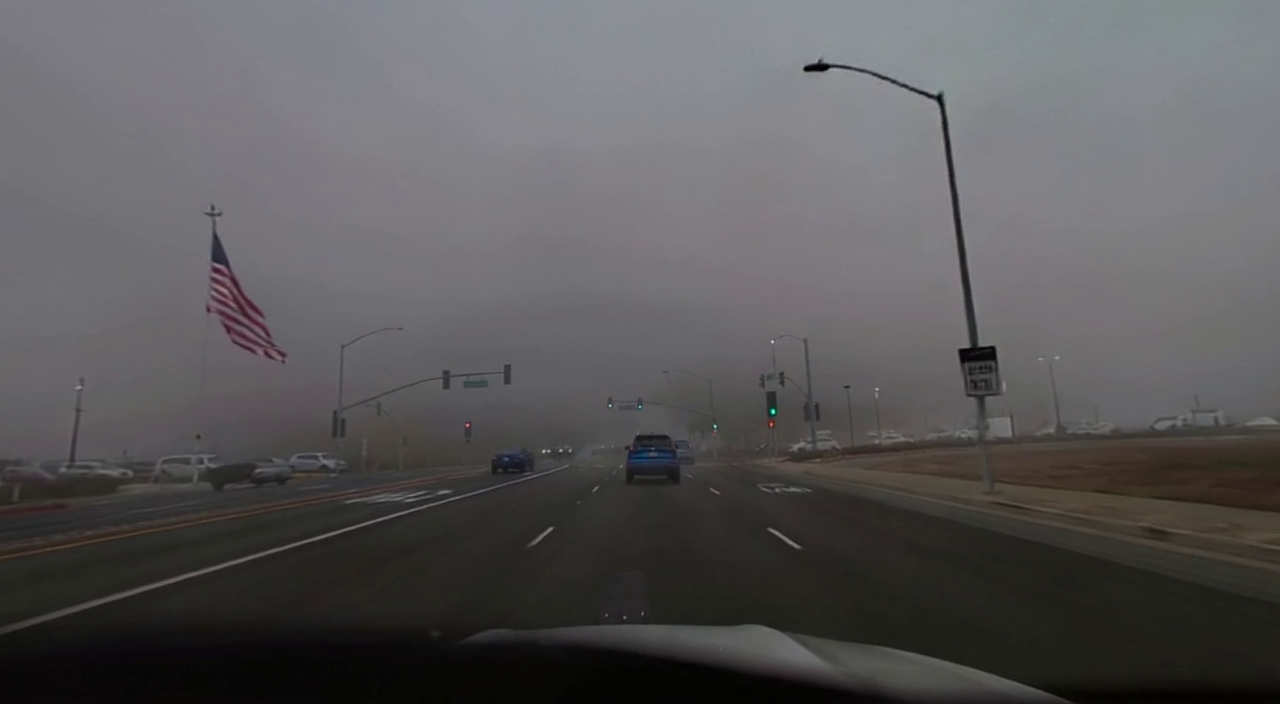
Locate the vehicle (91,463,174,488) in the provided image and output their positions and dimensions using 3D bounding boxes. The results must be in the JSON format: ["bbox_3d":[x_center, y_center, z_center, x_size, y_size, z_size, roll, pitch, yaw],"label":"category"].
[{"bbox_3d":[-34.041,8.287,42.491,1.819,1.433,4.403,-1,-8,2],"label":"vehicle"}]

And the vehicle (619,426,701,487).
[{"bbox_3d":[0.608,3.581,21.977,2.513,1.854,5.235,0,-8,0],"label":"vehicle"}]

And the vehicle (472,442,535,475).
[{"bbox_3d":[-6.442,5.095,30.374,1.966,1.461,4.422,0,-8,1],"label":"vehicle"}]

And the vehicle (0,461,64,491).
[{"bbox_3d":[-42.165,8.238,41.966,2.140,1.827,5.805,0,-8,1],"label":"vehicle"}]

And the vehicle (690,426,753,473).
[{"bbox_3d":[3.978,4.914,31.988,2.452,2.148,5.877,0,-8,0],"label":"vehicle"}]
